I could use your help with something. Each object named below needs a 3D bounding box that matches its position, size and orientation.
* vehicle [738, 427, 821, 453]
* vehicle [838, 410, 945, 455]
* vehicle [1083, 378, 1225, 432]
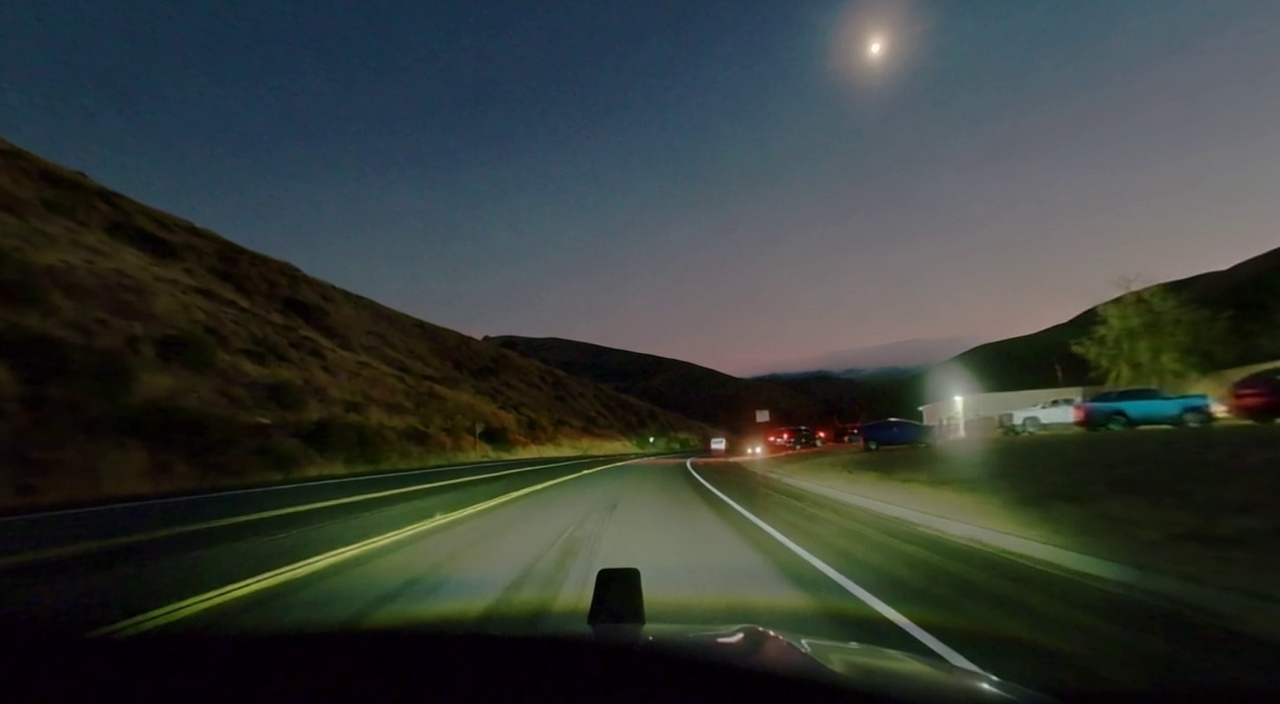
[{"bbox_3d":[10.615,6.857,48.763,2.216,1.887,6.388,6,-11,-34],"label":"vehicle"},{"bbox_3d":[9.706,3.237,24.901,2.103,1.447,4.727,-4,-9,-2],"label":"vehicle"},{"bbox_3d":[20.324,2.208,25.289,1.933,1.770,4.325,-3,-9,0],"label":"vehicle"}]
